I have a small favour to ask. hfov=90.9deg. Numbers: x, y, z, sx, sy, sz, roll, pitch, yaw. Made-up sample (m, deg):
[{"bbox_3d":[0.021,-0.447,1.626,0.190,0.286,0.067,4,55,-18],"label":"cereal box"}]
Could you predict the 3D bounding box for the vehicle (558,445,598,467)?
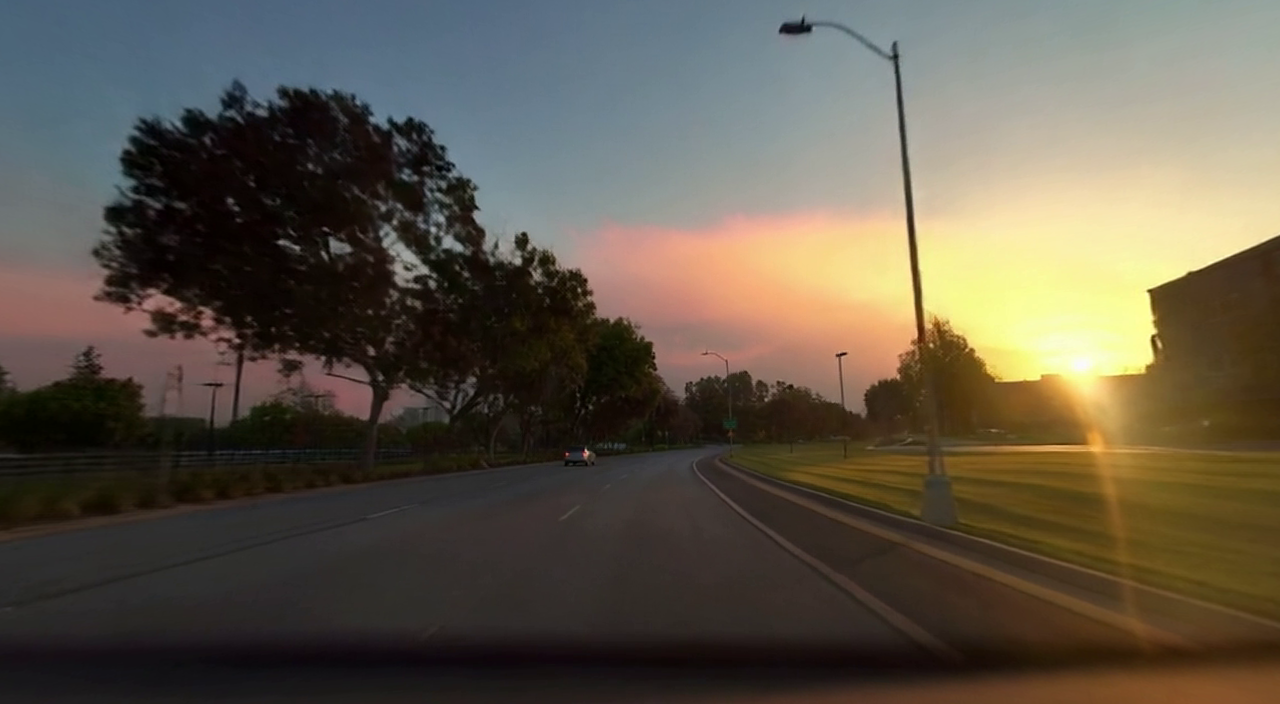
[{"bbox_3d":[-4.221,7.162,43.620,1.945,1.461,4.605,-1,-8,5],"label":"vehicle"}]
